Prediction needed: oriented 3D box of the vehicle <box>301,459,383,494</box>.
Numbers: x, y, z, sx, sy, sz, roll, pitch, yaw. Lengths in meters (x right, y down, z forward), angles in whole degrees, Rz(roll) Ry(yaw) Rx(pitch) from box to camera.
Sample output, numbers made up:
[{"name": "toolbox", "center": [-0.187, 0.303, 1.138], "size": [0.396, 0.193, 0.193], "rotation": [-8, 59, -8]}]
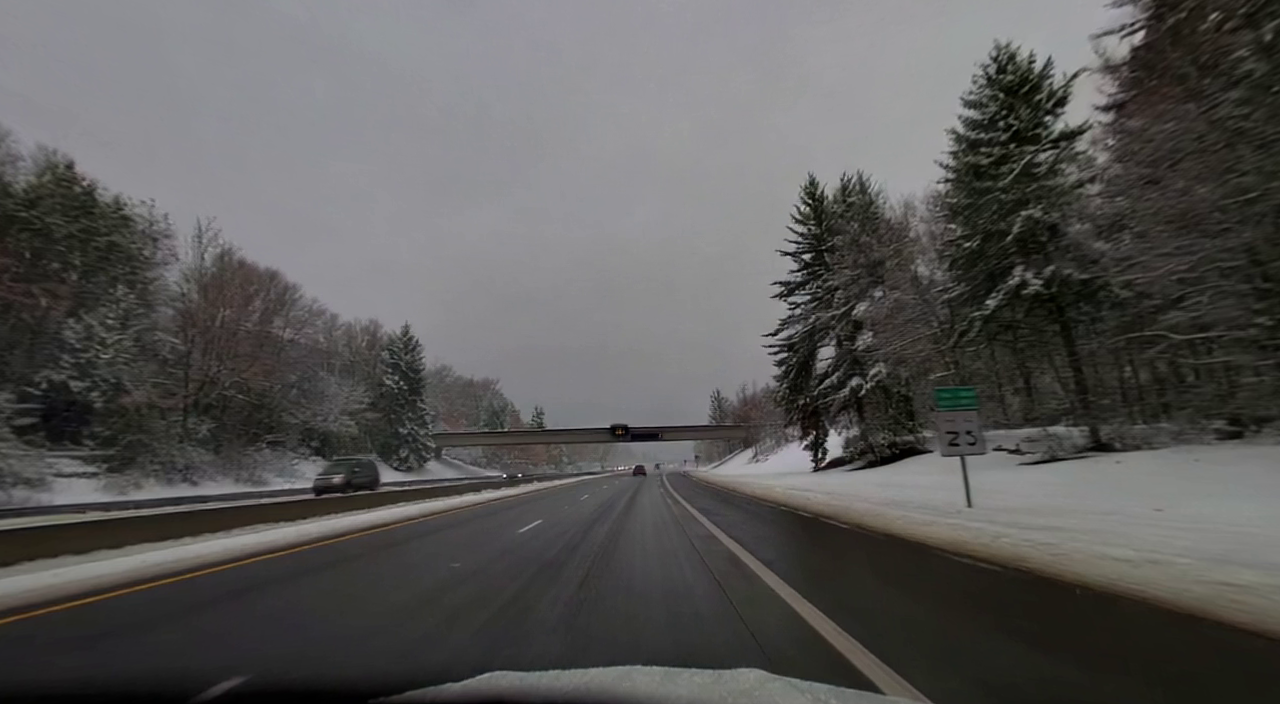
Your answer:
[{"name": "vehicle", "center": [-15.641, 6.556, 33.328], "size": [1.940, 1.643, 4.579], "rotation": [1, -11, 2]}]
